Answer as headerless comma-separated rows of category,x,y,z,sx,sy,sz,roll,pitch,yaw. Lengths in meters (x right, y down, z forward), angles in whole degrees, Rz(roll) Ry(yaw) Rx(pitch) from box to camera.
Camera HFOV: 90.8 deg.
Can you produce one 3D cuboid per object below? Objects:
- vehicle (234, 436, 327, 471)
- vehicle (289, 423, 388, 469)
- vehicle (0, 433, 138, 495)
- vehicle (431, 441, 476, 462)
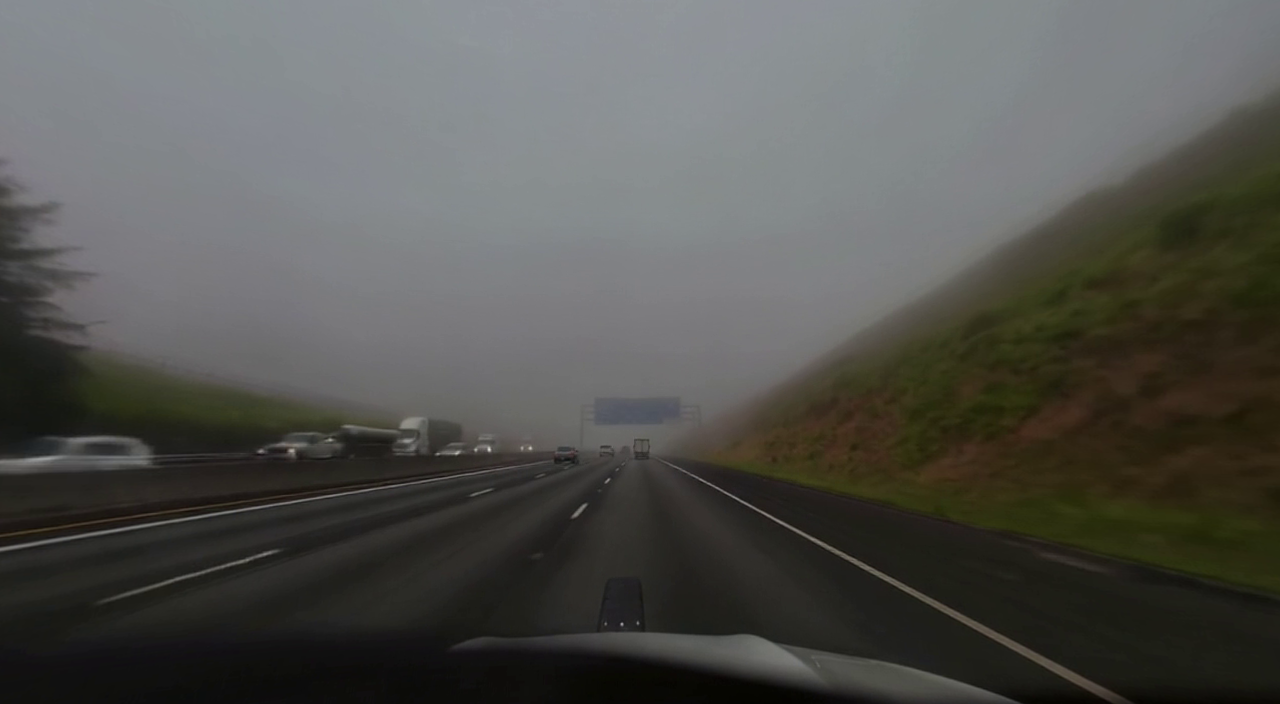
vehicle,-18.680,5.317,33.063,2.040,1.677,4.753,0,-9,0
vehicle,-18.748,5.938,39.838,2.622,2.633,6.982,0,-9,1
vehicle,-16.377,3.003,17.151,1.918,1.483,4.211,0,-9,1
vehicle,-14.636,7.830,49.774,2.066,1.592,4.822,0,-9,0
